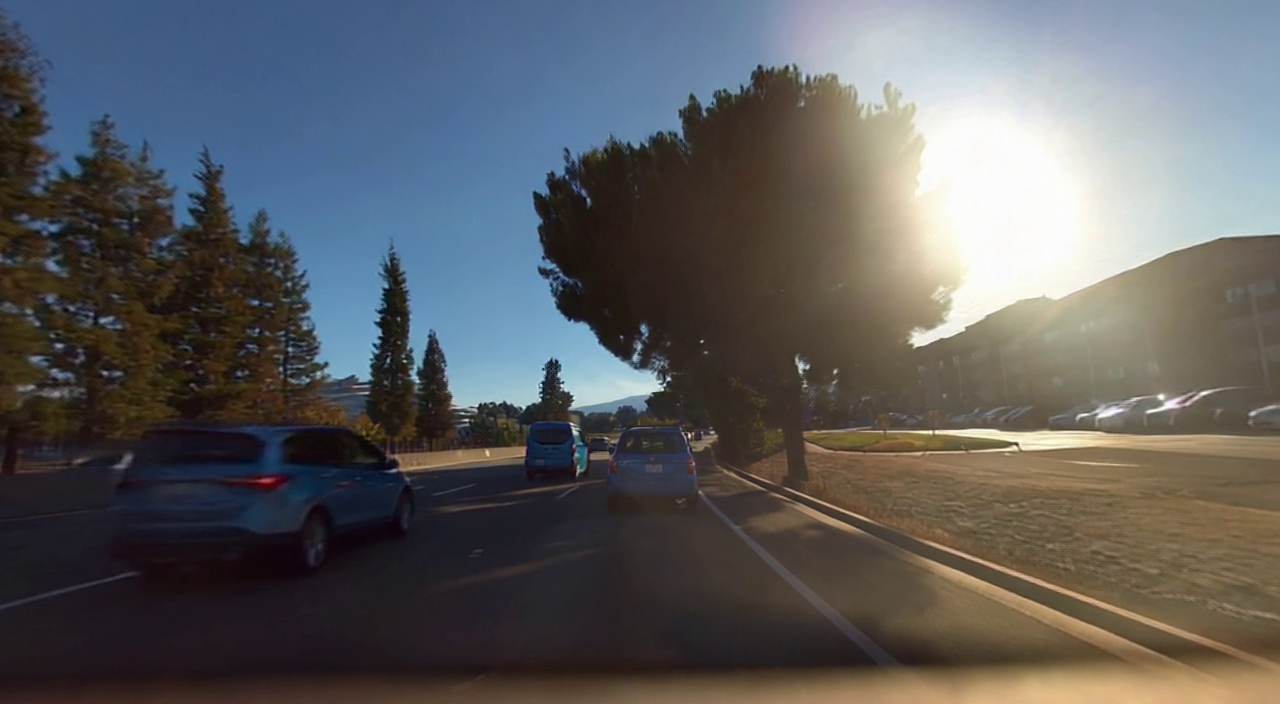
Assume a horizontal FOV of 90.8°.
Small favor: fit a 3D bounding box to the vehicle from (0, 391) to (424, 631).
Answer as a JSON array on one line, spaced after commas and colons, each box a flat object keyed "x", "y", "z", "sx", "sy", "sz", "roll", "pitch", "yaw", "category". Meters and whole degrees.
[{"x": -4.204, "y": 1.498, "z": 7.001, "sx": 2.116, "sy": 1.714, "sz": 4.757, "roll": 0, "pitch": -8, "yaw": -2, "category": "vehicle"}]

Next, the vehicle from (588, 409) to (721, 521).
[{"x": 0.316, "y": 2.174, "z": 12.549, "sx": 2.173, "sy": 1.830, "sz": 4.189, "roll": 0, "pitch": -8, "yaw": 2, "category": "vehicle"}]

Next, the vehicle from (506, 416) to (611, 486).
[{"x": -2.611, "y": 3.413, "z": 21.925, "sx": 2.486, "sy": 2.074, "sz": 5.456, "roll": -1, "pitch": -9, "yaw": 5, "category": "vehicle"}]
